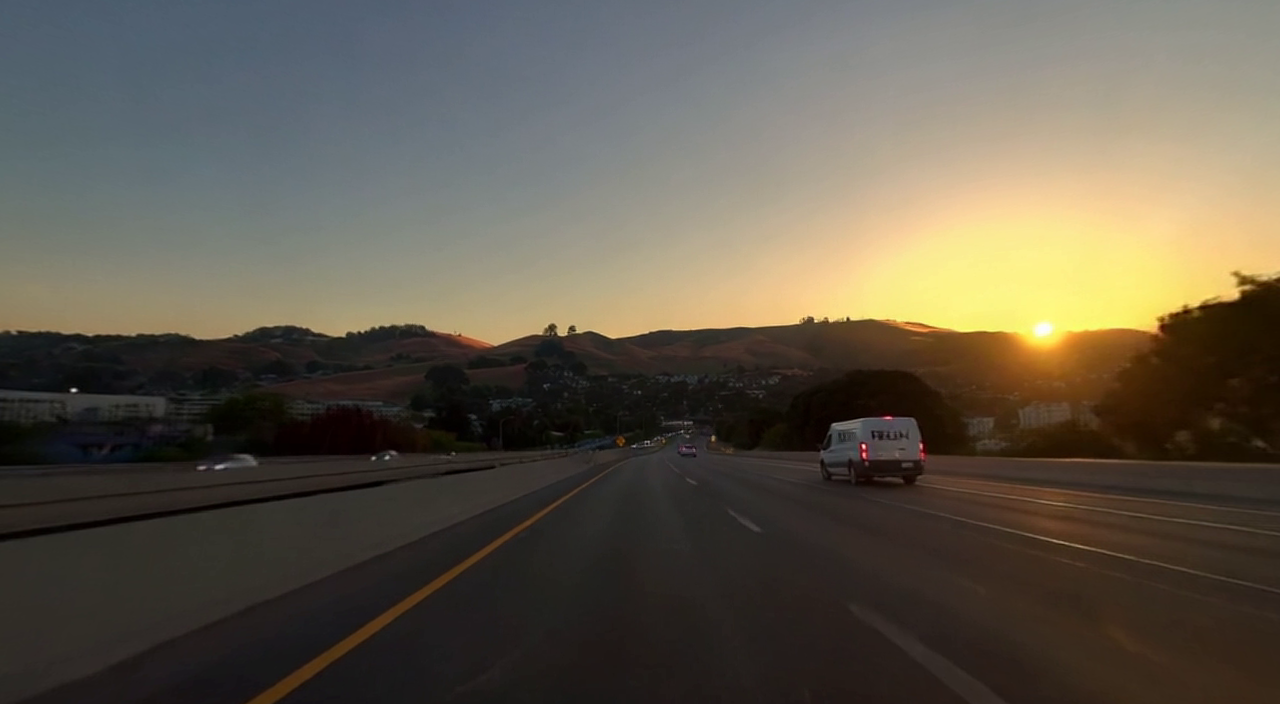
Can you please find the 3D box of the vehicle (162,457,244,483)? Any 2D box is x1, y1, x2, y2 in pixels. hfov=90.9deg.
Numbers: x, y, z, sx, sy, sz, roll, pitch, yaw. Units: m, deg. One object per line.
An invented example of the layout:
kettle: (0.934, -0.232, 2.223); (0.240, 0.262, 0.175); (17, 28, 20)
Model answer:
vehicle: (-28.473, 7.688, 41.300); (1.902, 1.483, 4.762); (0, -8, 1)

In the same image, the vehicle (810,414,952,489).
vehicle: (7.386, 3.131, 20.145); (2.275, 2.059, 5.543); (0, -8, 0)
